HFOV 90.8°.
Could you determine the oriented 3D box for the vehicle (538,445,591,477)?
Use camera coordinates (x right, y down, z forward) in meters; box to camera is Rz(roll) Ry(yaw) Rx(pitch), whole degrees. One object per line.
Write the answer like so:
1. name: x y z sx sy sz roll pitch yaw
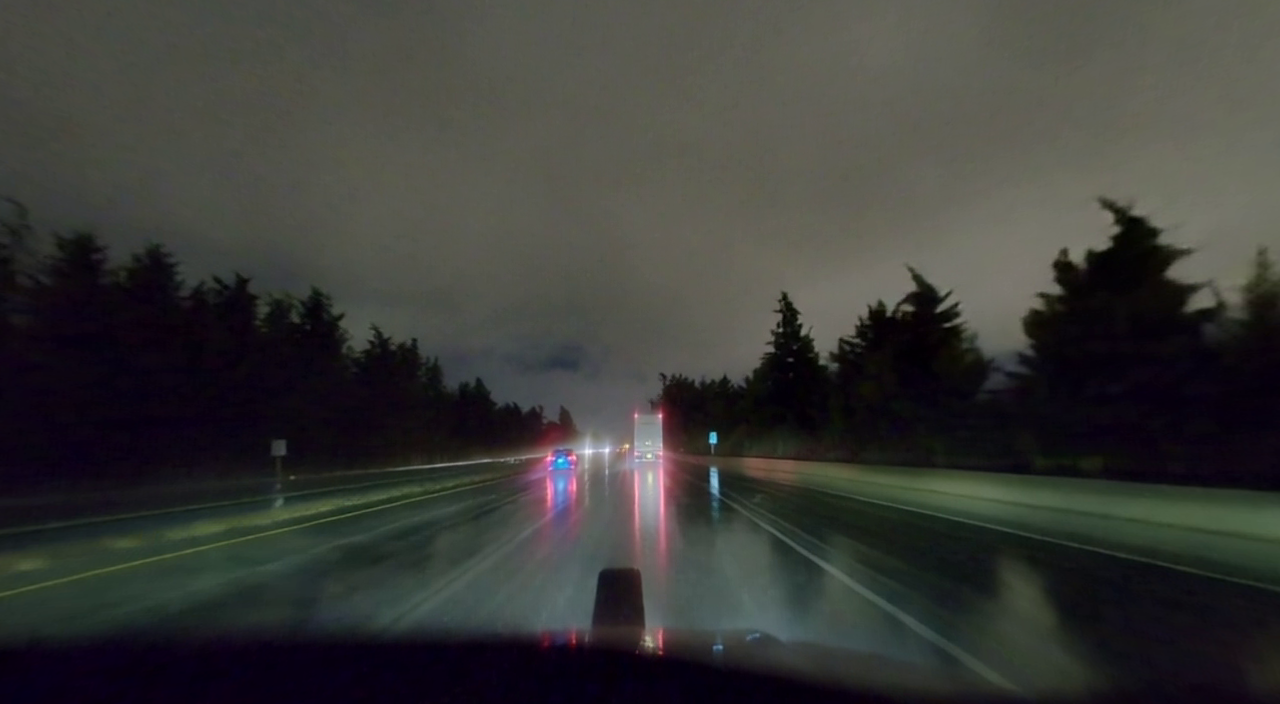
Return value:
1. vehicle: -3.824 5.642 32.869 1.999 1.533 4.870 -1 -9 2
